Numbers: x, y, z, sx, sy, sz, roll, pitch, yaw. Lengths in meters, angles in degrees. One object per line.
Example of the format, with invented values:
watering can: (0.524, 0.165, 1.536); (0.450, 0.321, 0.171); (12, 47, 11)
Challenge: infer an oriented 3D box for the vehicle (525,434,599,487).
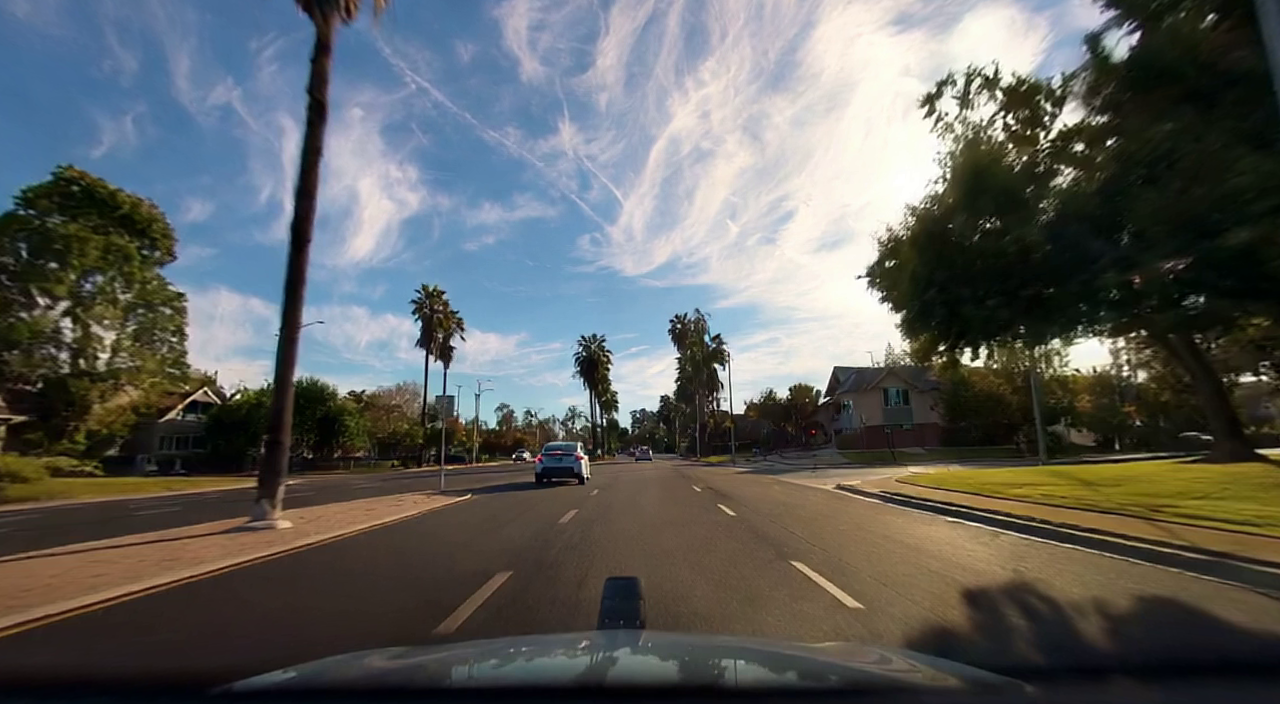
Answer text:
vehicle: (-3.128, 4.531, 26.612); (2.370, 1.968, 5.698); (0, -9, 1)
